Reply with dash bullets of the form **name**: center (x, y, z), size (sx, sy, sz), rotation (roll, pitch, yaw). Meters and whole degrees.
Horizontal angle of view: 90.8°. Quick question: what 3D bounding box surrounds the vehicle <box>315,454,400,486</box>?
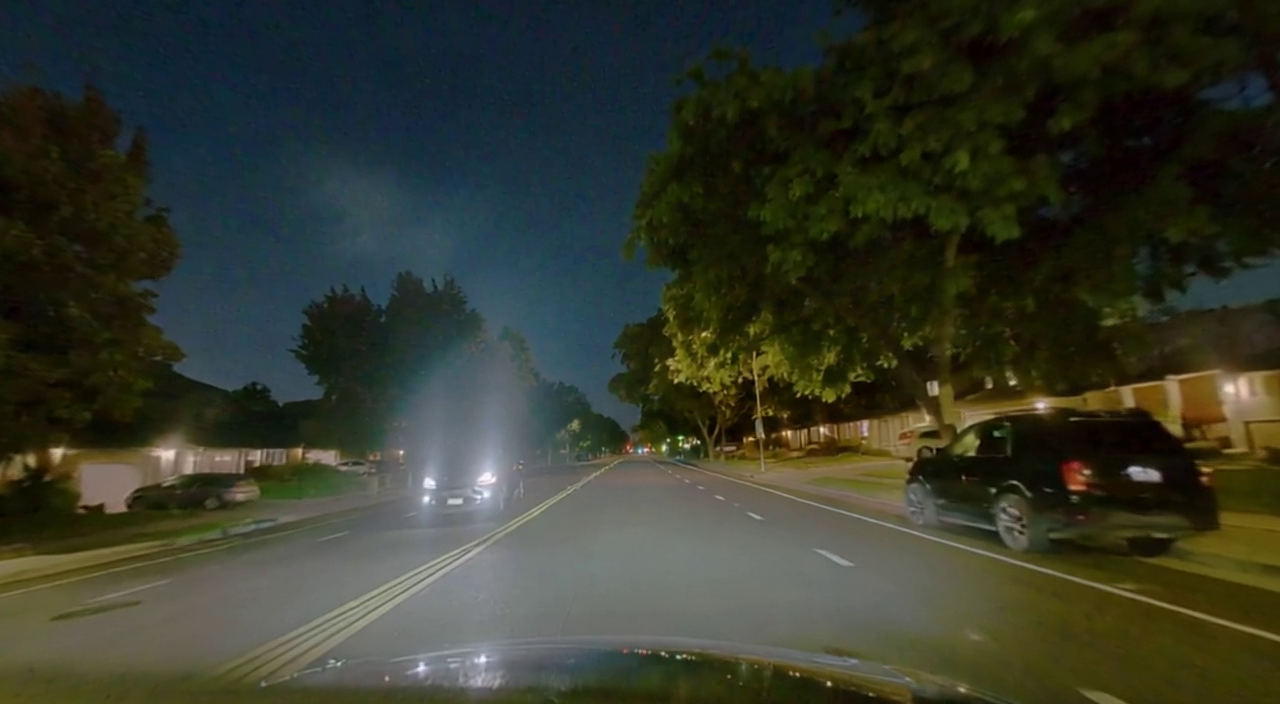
- **vehicle**: center (-19.497, 8.159, 43.799), size (4.802, 1.868, 2.395), rotation (-3, -9, -1)

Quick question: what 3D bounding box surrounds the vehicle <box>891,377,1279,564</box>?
- **vehicle**: center (6.111, 1.716, 9.736), size (2.205, 2.020, 5.634), rotation (0, -9, 1)

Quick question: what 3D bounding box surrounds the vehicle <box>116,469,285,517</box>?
- **vehicle**: center (-15.135, 4.857, 21.967), size (4.353, 1.467, 1.931), rotation (0, -9, -2)

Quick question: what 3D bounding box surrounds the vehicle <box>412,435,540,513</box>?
- **vehicle**: center (-4.298, 3.296, 17.590), size (2.151, 1.830, 5.172), rotation (0, -9, 0)
